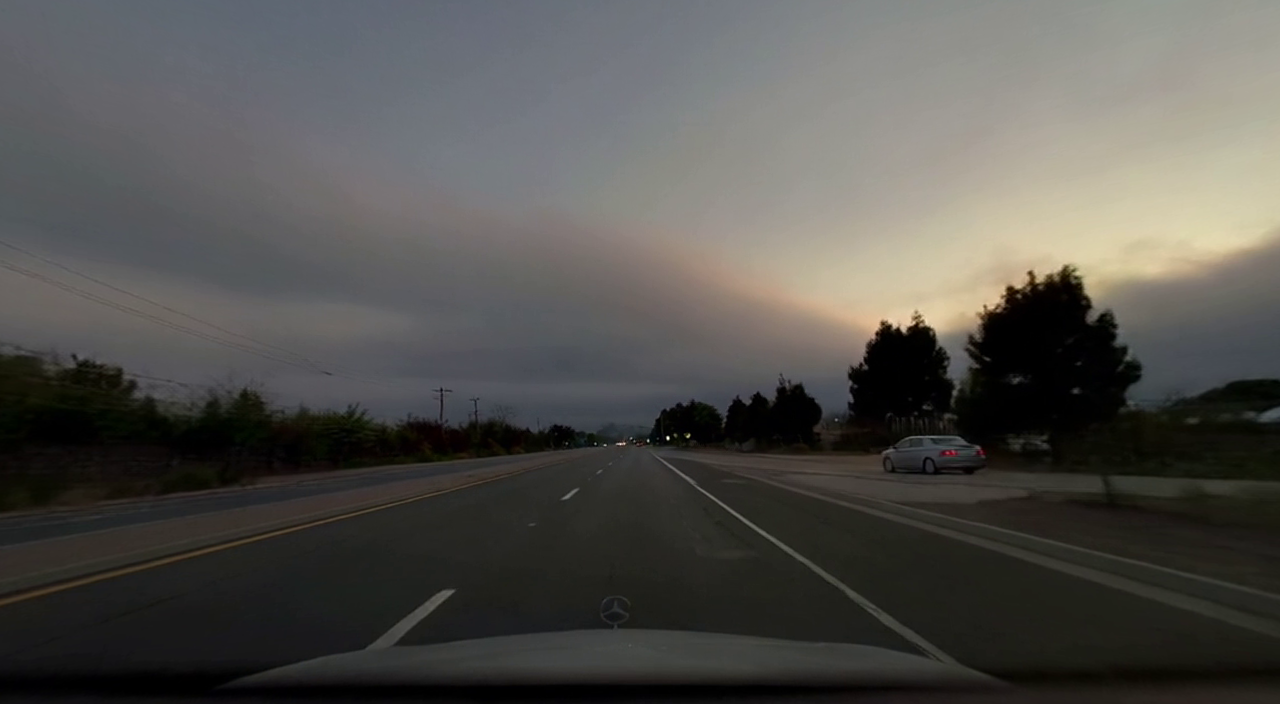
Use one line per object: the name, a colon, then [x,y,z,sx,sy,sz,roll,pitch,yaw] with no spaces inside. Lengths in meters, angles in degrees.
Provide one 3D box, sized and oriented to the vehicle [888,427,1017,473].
vehicle: [14.283,4.517,29.225,2.328,1.916,5.227,2,-9,-17]
